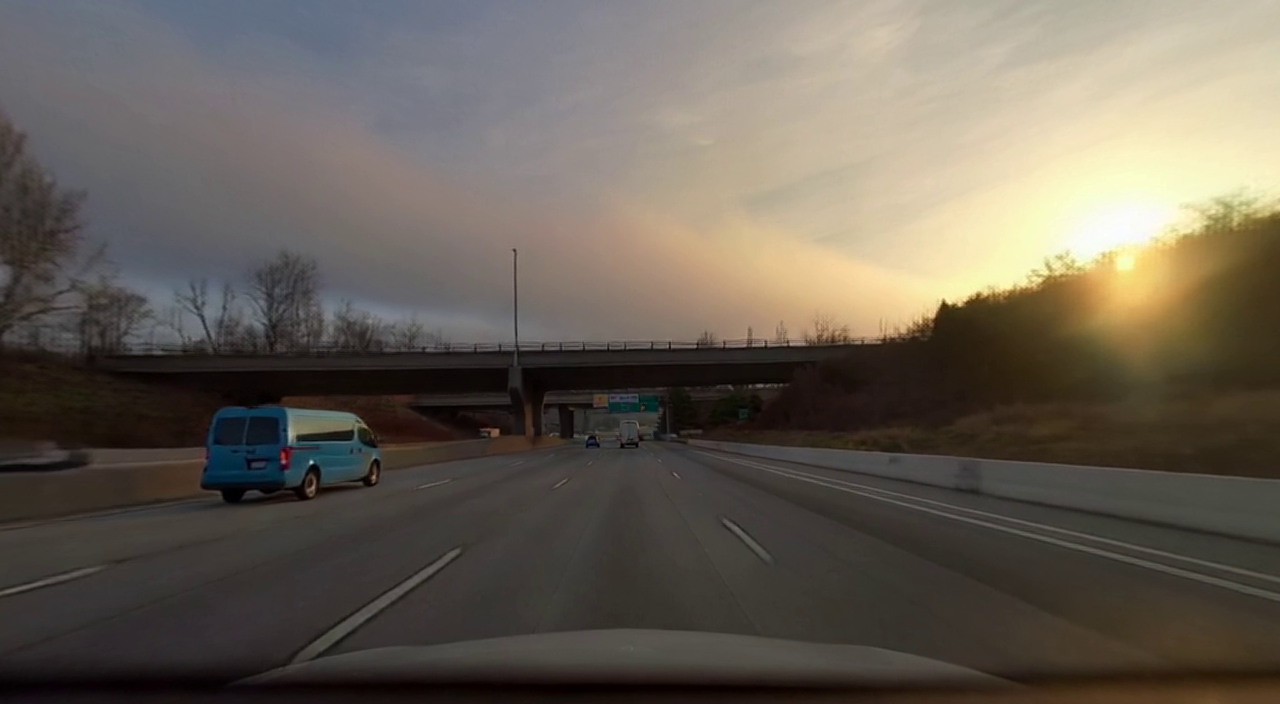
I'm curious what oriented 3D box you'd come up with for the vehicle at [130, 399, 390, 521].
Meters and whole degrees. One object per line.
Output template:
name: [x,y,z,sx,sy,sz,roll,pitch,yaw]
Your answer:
vehicle: [-7.342,2.136,13.085,2.150,1.996,5.341,0,-8,-1]
